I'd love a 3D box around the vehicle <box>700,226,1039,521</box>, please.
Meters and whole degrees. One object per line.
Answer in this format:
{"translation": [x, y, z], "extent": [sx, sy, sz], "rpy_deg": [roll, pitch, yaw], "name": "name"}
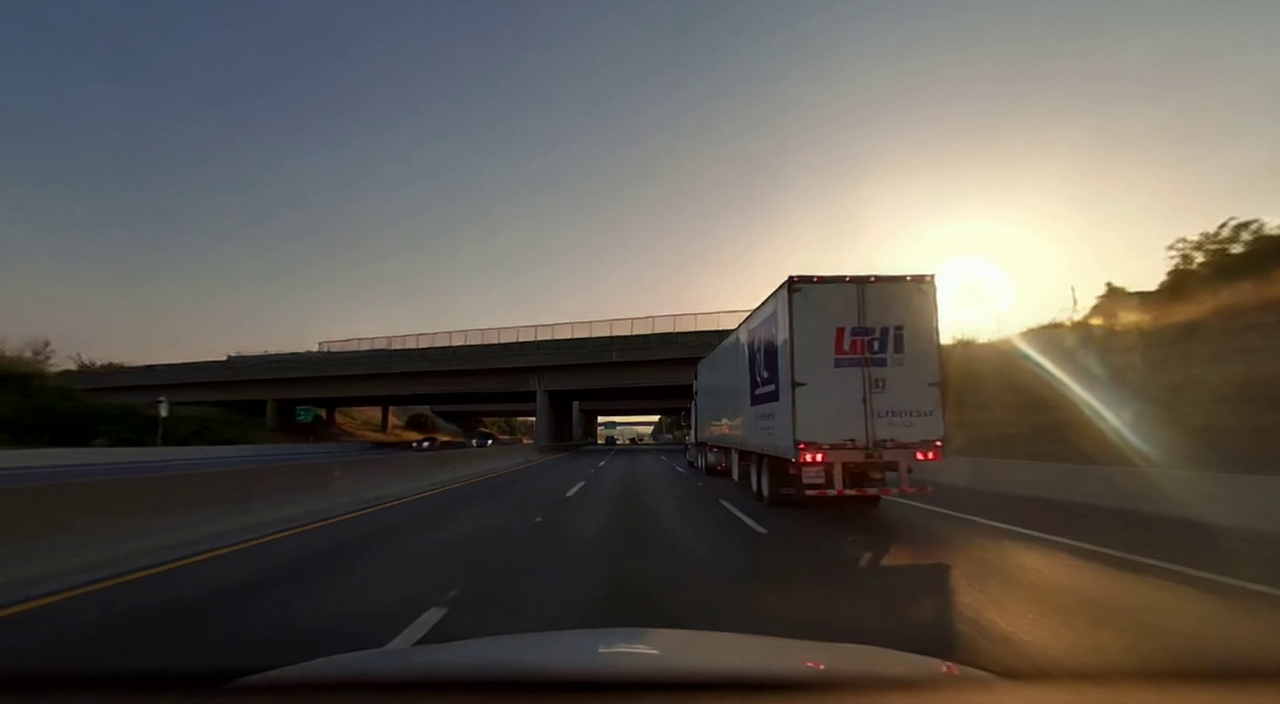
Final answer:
{"translation": [3.889, 1.222, 16.216], "extent": [3.034, 4.194, 14.704], "rpy_deg": [0, -8, -1], "name": "vehicle"}
